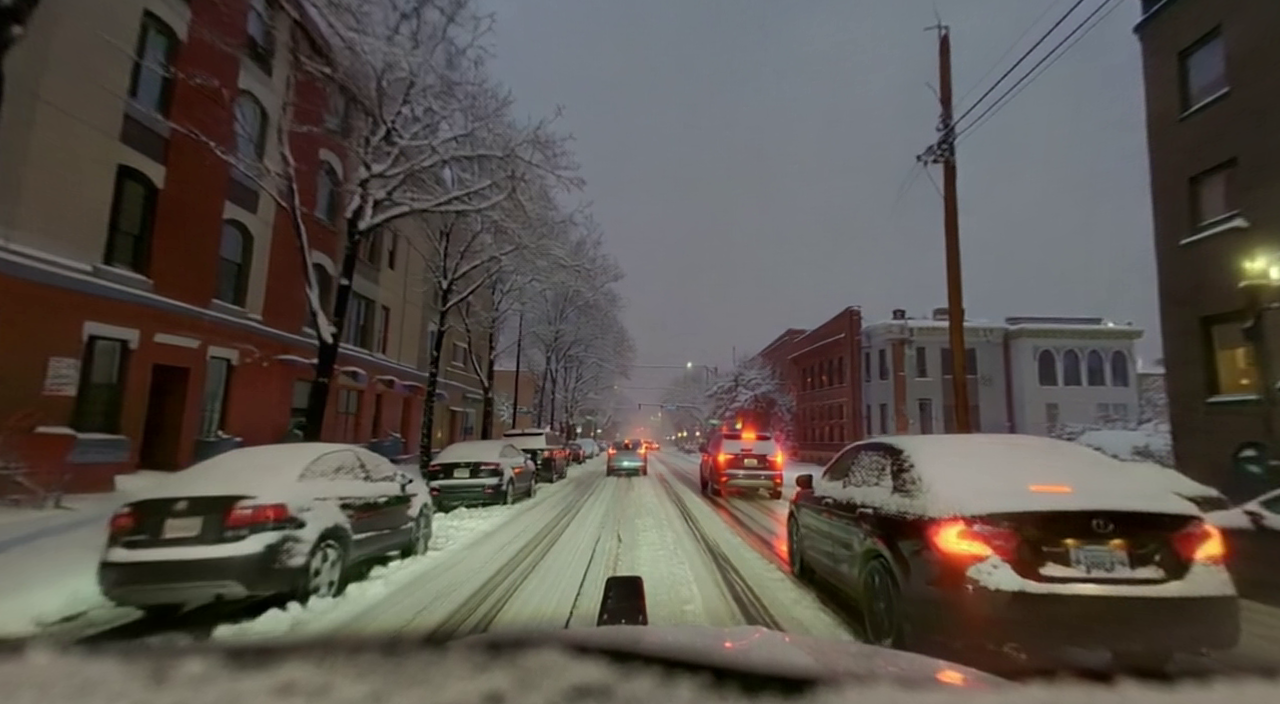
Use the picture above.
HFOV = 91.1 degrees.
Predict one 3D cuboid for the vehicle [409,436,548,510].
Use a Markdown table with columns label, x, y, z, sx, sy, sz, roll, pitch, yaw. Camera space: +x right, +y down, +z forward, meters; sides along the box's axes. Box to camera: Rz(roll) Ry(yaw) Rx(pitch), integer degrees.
| label | x | y | z | sx | sy | sz | roll | pitch | yaw |
| --- | --- | --- | --- | --- | --- | --- | --- | --- | --- |
| vehicle | -3.617 | 2.805 | 15.115 | 1.972 | 1.471 | 4.795 | 0 | -8 | 1 |

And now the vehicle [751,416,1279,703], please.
| label | x | y | z | sx | sy | sz | roll | pitch | yaw |
| --- | --- | --- | --- | --- | --- | --- | --- | --- | --- |
| vehicle | 2.438 | 1.394 | 5.297 | 2.080 | 1.495 | 4.591 | 0 | -8 | -1 |

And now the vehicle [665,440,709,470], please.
| label | x | y | z | sx | sy | sz | roll | pitch | yaw |
| --- | --- | --- | --- | --- | --- | --- | --- | --- | --- |
| vehicle | 2.439 | 5.483 | 33.624 | 1.966 | 1.475 | 4.528 | 0 | -8 | -1 |

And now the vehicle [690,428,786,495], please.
| label | x | y | z | sx | sy | sz | roll | pitch | yaw |
| --- | --- | --- | --- | --- | --- | --- | --- | --- | --- |
| vehicle | 2.724 | 3.171 | 18.527 | 2.002 | 1.707 | 4.547 | 0 | -8 | -1 |

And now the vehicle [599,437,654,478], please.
| label | x | y | z | sx | sy | sz | roll | pitch | yaw |
| --- | --- | --- | --- | --- | --- | --- | --- | --- | --- |
| vehicle | -0.497 | 4.132 | 24.784 | 2.007 | 1.460 | 3.923 | 0 | -8 | 0 |

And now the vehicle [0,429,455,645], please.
| label | x | y | z | sx | sy | sz | roll | pitch | yaw |
| --- | --- | --- | --- | --- | --- | --- | --- | --- | --- |
| vehicle | -3.645 | 1.603 | 6.588 | 1.954 | 1.462 | 4.407 | 0 | -8 | 1 |
